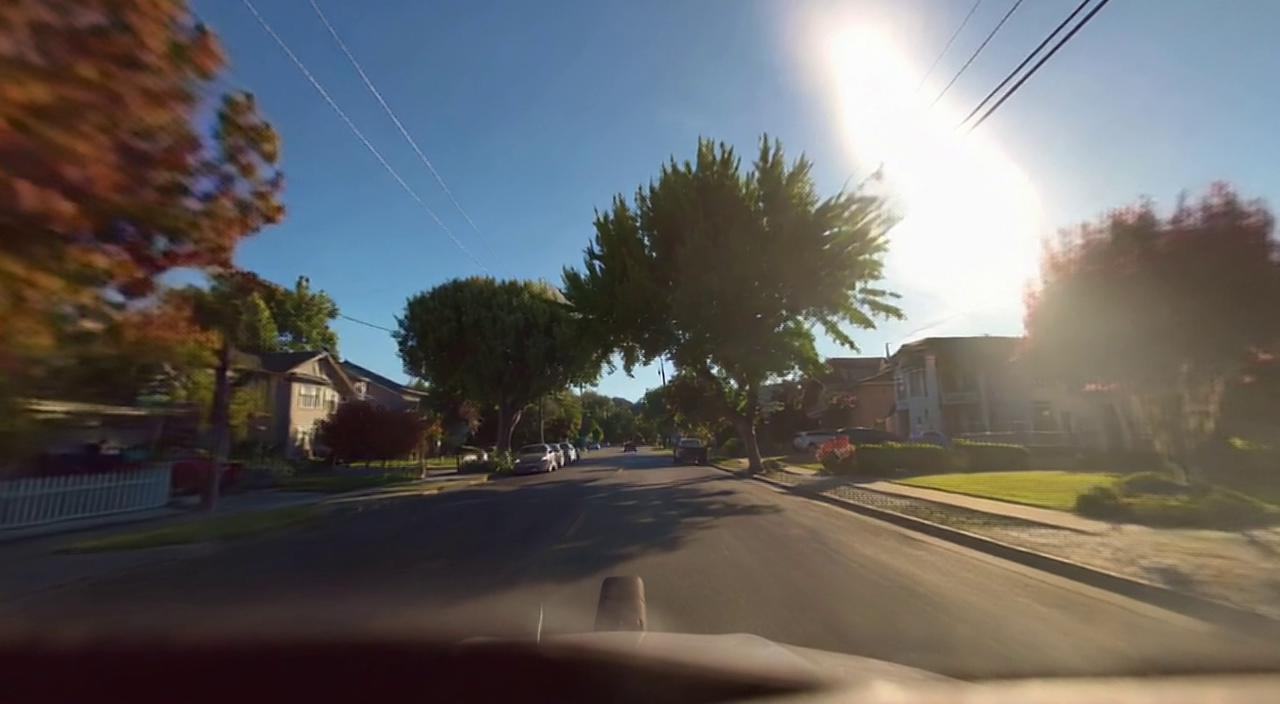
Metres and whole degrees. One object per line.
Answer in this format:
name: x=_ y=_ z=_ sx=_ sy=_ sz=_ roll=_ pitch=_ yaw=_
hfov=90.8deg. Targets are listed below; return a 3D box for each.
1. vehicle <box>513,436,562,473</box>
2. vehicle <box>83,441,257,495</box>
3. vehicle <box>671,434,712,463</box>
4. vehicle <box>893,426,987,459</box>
vehicle: x=-5.992 y=6.005 z=37.478 sx=2.050 sy=1.911 sz=4.852 roll=-3 pitch=-7 yaw=0
vehicle: x=-16.177 y=4.010 z=21.966 sx=4.402 sy=1.741 sz=1.951 roll=0 pitch=-9 yaw=-2
vehicle: x=3.593 y=6.879 z=45.197 sx=2.407 sy=1.948 sz=6.408 roll=0 pitch=-8 yaw=0
vehicle: x=17.180 y=5.211 z=36.381 sx=4.268 sy=1.788 sz=2.156 roll=-1 pitch=-9 yaw=1
